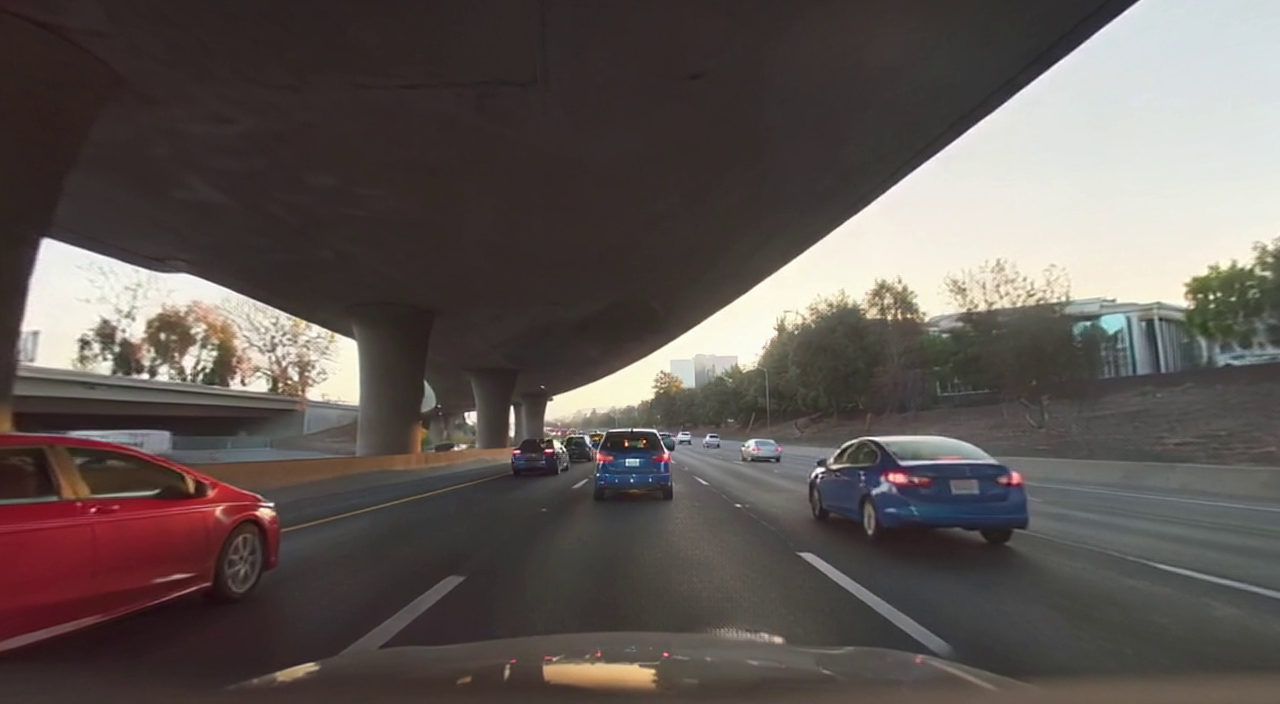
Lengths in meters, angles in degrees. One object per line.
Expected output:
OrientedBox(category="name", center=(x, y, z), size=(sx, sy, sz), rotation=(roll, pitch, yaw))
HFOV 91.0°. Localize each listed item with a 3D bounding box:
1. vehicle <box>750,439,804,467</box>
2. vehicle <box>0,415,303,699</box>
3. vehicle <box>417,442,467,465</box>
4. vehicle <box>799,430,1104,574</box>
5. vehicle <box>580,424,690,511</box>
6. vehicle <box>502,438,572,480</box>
OrientedBox(category="vehicle", center=(7.842, 5.835, 36.486), size=(2.049, 1.521, 4.604), rotation=(0, -9, -1))
OrientedBox(category="vehicle", center=(-4.340, 1.163, 3.921), size=(1.974, 1.478, 4.412), rotation=(0, -9, 1))
OrientedBox(category="vehicle", center=(-14.584, 7.514, 46.651), size=(2.021, 1.561, 4.722), rotation=(0, -9, 2))
OrientedBox(category="vehicle", center=(3.882, 1.941, 9.017), size=(2.031, 1.492, 4.577), rotation=(0, -9, 0))
OrientedBox(category="vehicle", center=(-0.071, 2.606, 14.598), size=(2.181, 1.697, 4.021), rotation=(0, -9, 1))
OrientedBox(category="vehicle", center=(-3.968, 4.205, 25.020), size=(1.947, 1.516, 4.295), rotation=(0, -9, 1))
